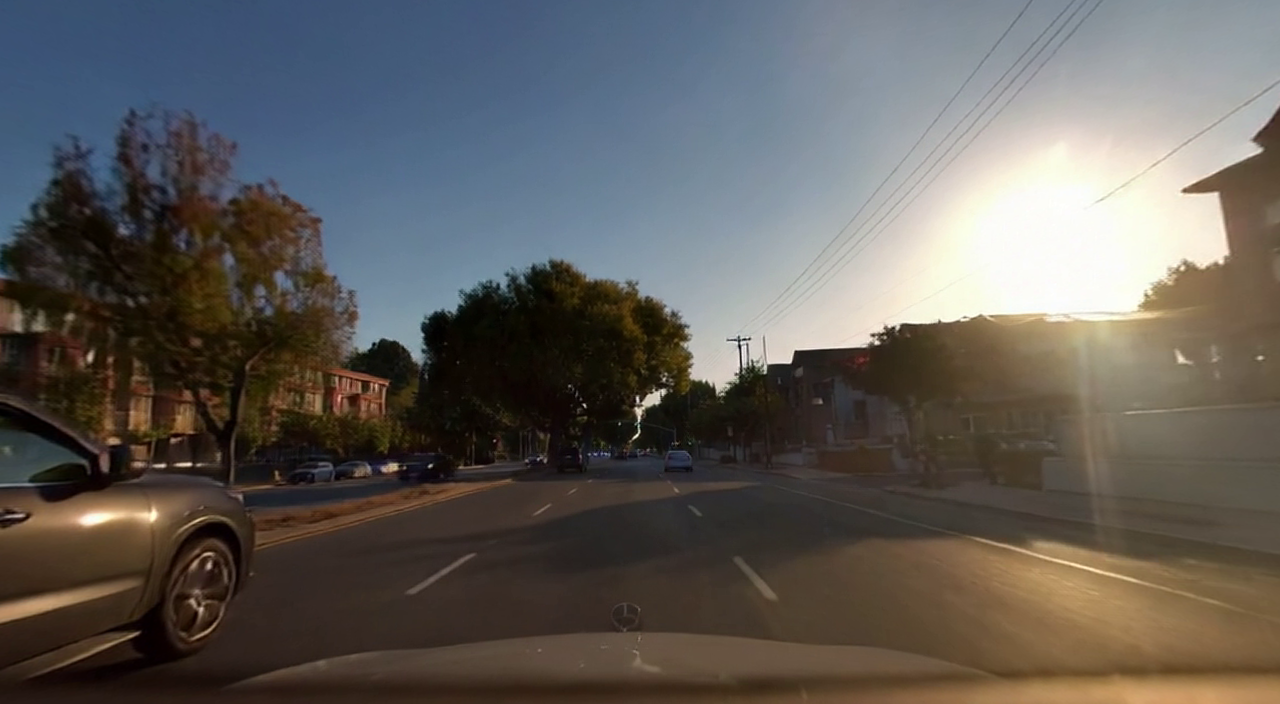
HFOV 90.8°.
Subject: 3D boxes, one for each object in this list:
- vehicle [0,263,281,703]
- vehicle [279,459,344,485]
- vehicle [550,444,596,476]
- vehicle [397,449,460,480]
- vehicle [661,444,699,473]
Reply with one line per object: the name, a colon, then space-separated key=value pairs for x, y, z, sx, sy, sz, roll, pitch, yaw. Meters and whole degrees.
vehicle: x=-3.481 y=0.541 z=1.433 sx=2.225 sy=1.984 sz=5.168 roll=0 pitch=-9 yaw=1
vehicle: x=-22.839 y=8.355 z=44.155 sx=2.176 sy=1.516 sz=4.532 roll=-3 pitch=-8 yaw=-1
vehicle: x=-3.705 y=6.052 z=35.618 sx=2.083 sy=1.685 sz=4.069 roll=0 pitch=-9 yaw=1
vehicle: x=-12.096 y=6.438 z=36.446 sx=1.966 sy=1.643 sz=4.688 roll=0 pitch=-9 yaw=0
vehicle: x=2.538 y=6.850 z=40.874 sx=2.018 sy=1.719 sz=4.369 roll=0 pitch=-9 yaw=-2
